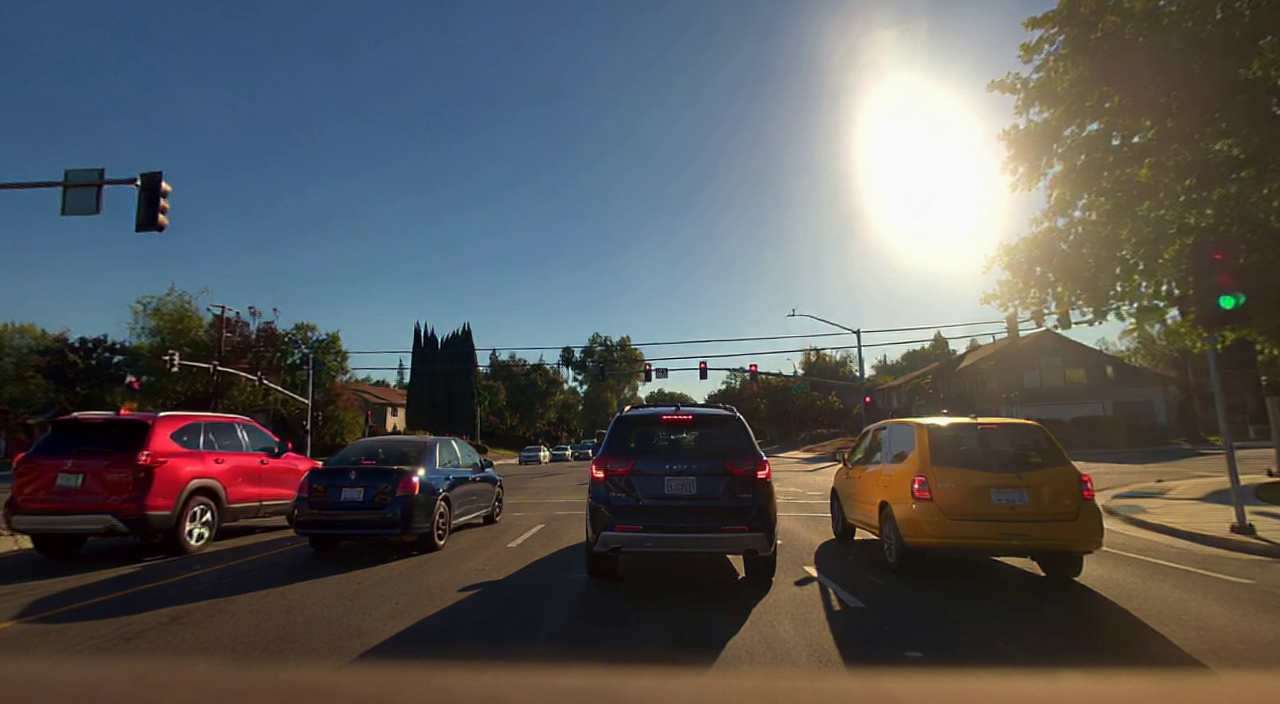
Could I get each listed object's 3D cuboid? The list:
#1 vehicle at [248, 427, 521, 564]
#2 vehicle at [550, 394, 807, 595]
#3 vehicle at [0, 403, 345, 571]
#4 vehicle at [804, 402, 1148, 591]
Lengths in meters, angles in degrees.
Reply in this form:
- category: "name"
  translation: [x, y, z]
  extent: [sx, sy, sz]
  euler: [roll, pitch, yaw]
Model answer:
- category: "vehicle"
  translation: [-3.233, 1.891, 9.138]
  extent: [1.885, 1.475, 4.359]
  euler: [-1, -8, 4]
- category: "vehicle"
  translation: [0.403, 1.530, 7.580]
  extent: [2.198, 1.708, 4.170]
  euler: [0, -8, 2]
- category: "vehicle"
  translation: [-6.639, 1.818, 9.304]
  extent: [2.075, 1.796, 4.785]
  euler: [0, -8, 2]
- category: "vehicle"
  translation: [3.538, 1.599, 7.830]
  extent: [2.047, 1.638, 4.395]
  euler: [-1, -8, 4]
